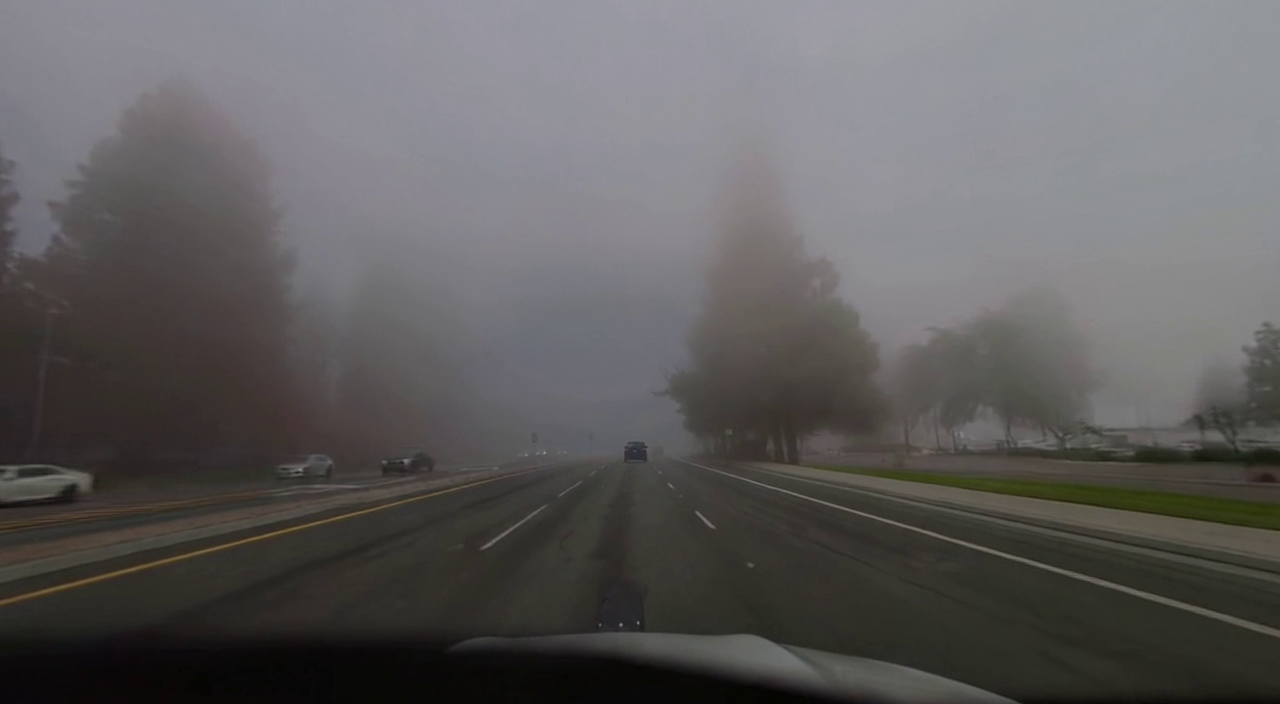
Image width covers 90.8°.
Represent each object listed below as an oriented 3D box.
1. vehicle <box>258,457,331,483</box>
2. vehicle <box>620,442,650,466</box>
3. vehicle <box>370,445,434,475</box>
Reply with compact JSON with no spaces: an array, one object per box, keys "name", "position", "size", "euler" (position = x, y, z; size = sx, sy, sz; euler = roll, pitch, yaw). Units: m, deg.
[{"name":"vehicle","position":[-21.499,7.328,39.517],"size":[1.875,1.499,4.569],"euler":[0,-9,1]},{"name":"vehicle","position":[-0.358,7.872,48.776],"size":[2.174,1.703,4.231],"euler":[0,-9,0]},{"name":"vehicle","position":[-14.935,6.787,39.896],"size":[2.083,1.795,4.880],"euler":[0,-9,1]}]
